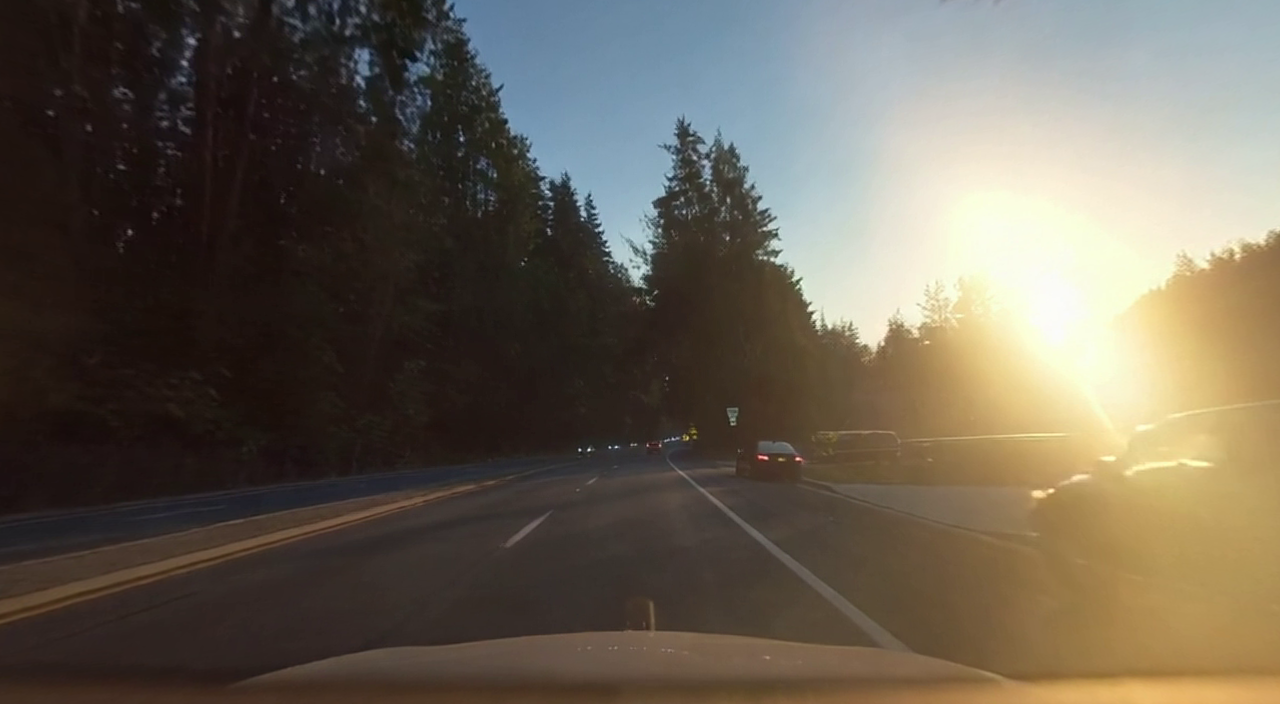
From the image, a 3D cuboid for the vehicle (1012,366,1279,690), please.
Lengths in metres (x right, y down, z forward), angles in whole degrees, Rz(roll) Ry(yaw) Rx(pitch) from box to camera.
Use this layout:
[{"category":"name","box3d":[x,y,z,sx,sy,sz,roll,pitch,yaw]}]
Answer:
[{"category":"vehicle","box3d":[4.551,0.926,3.267,2.205,1.728,4.855,0,-8,-1]}]

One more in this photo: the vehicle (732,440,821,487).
[{"category":"vehicle","box3d":[4.710,3.916,22.571,2.184,1.496,4.615,0,-8,0]}]
